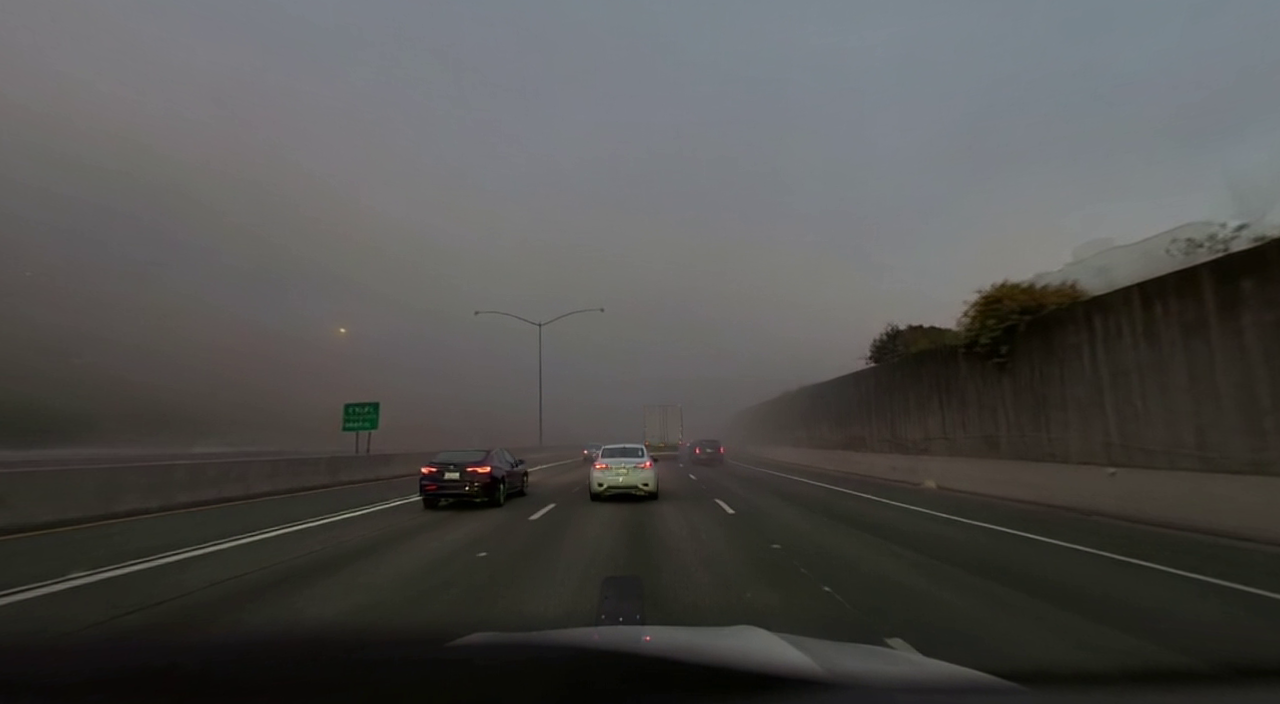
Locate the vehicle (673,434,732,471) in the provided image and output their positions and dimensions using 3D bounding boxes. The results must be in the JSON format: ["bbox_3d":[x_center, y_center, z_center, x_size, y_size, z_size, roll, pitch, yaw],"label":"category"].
[{"bbox_3d":[2.983,4.933,31.123,2.166,1.666,4.618,0,-9,-3],"label":"vehicle"}]

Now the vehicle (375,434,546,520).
[{"bbox_3d":[-3.542,2.586,13.678,2.130,1.474,5.027,-1,-9,1],"label":"vehicle"}]

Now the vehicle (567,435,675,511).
[{"bbox_3d":[-0.329,2.689,14.505,2.136,1.470,3.971,-1,-9,1],"label":"vehicle"}]
